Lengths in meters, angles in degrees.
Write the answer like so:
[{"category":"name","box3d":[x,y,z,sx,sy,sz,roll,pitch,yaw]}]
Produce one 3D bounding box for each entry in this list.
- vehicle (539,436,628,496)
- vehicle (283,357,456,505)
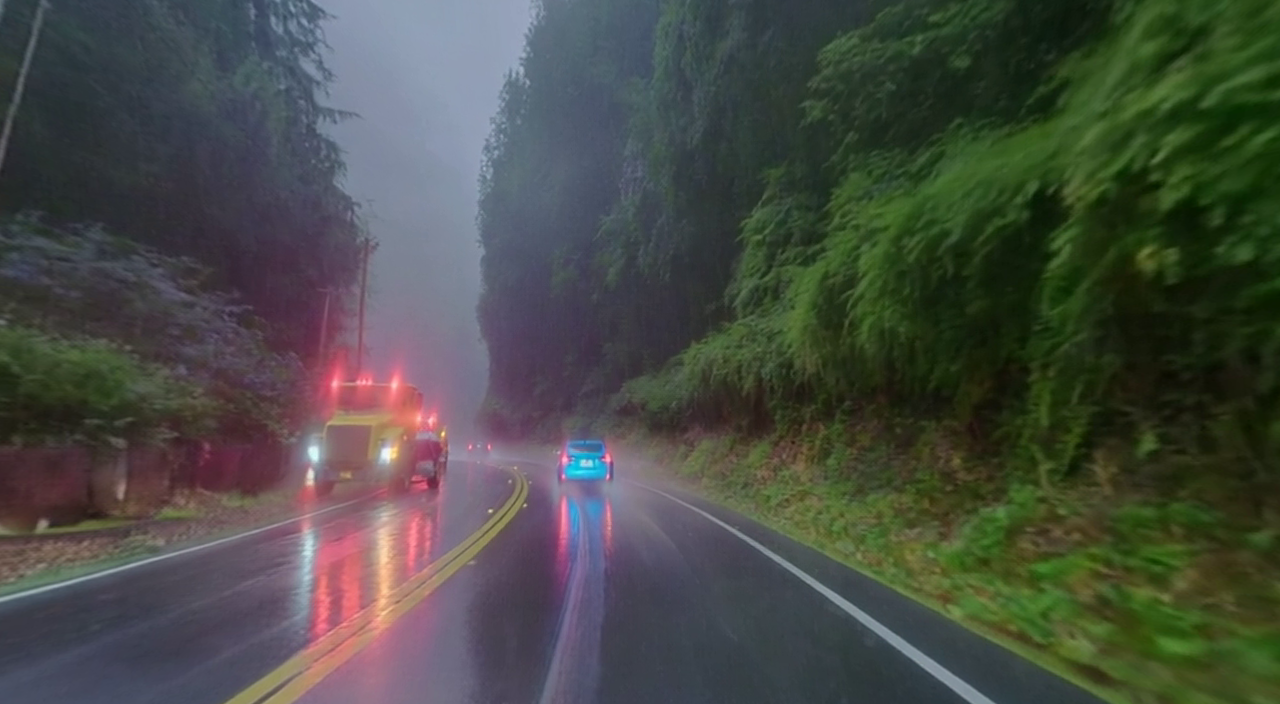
[{"category":"vehicle","box3d":[-1.748,3.193,18.070,2.259,1.503,4.075,1,-8,-9]},{"category":"vehicle","box3d":[-6.559,2.052,16.147,2.364,3.191,4.942,0,-8,-3]}]
